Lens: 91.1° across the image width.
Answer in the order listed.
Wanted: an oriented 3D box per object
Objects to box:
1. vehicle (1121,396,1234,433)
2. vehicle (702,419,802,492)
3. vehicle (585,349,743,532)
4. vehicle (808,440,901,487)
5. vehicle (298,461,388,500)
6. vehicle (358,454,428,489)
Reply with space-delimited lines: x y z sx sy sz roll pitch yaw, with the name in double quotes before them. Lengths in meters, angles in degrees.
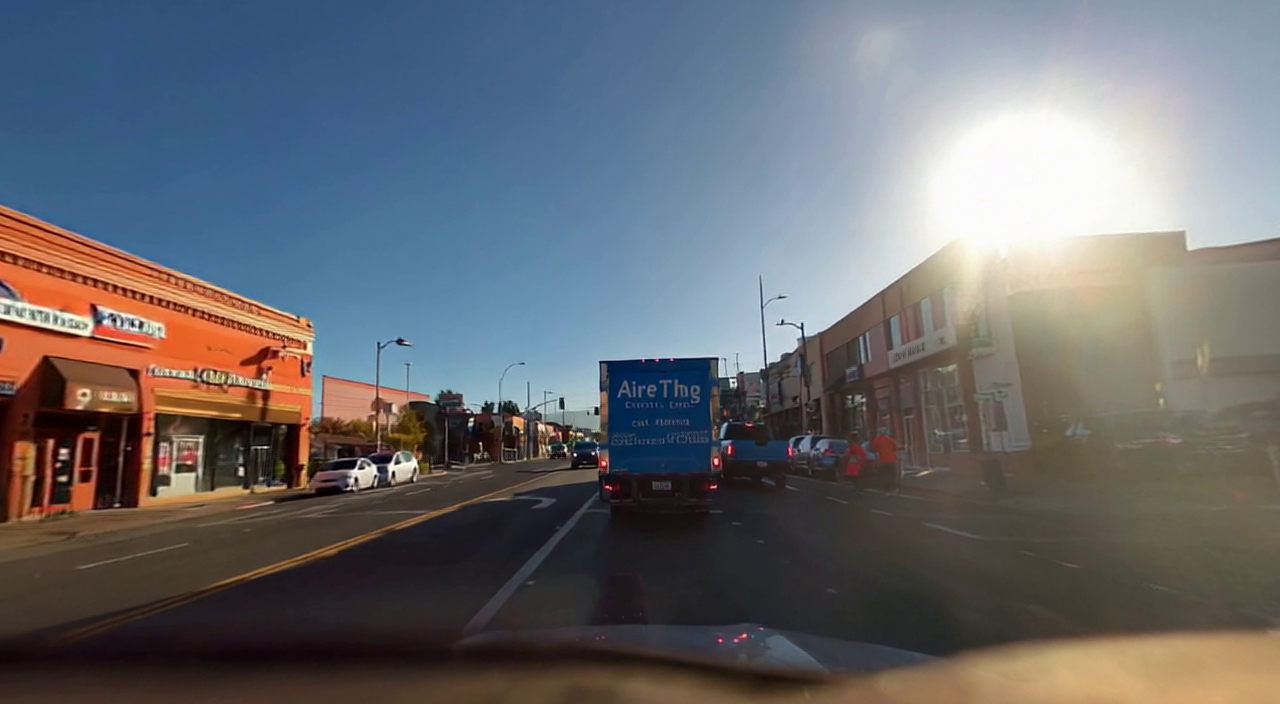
"vehicle" 25.968 3.090 30.518 1.811 1.623 3.921 0 -9 -3
"vehicle" 3.473 3.375 20.735 2.346 2.062 5.236 0 -9 0
"vehicle" 0.287 1.856 13.216 2.517 2.926 6.177 0 -9 -2
"vehicle" 7.708 4.033 23.045 1.951 1.548 4.290 0 -9 1
"vehicle" -13.320 5.758 28.502 1.901 1.508 4.405 0 -8 0
"vehicle" -13.159 6.367 33.717 1.943 1.682 4.365 0 -8 0
